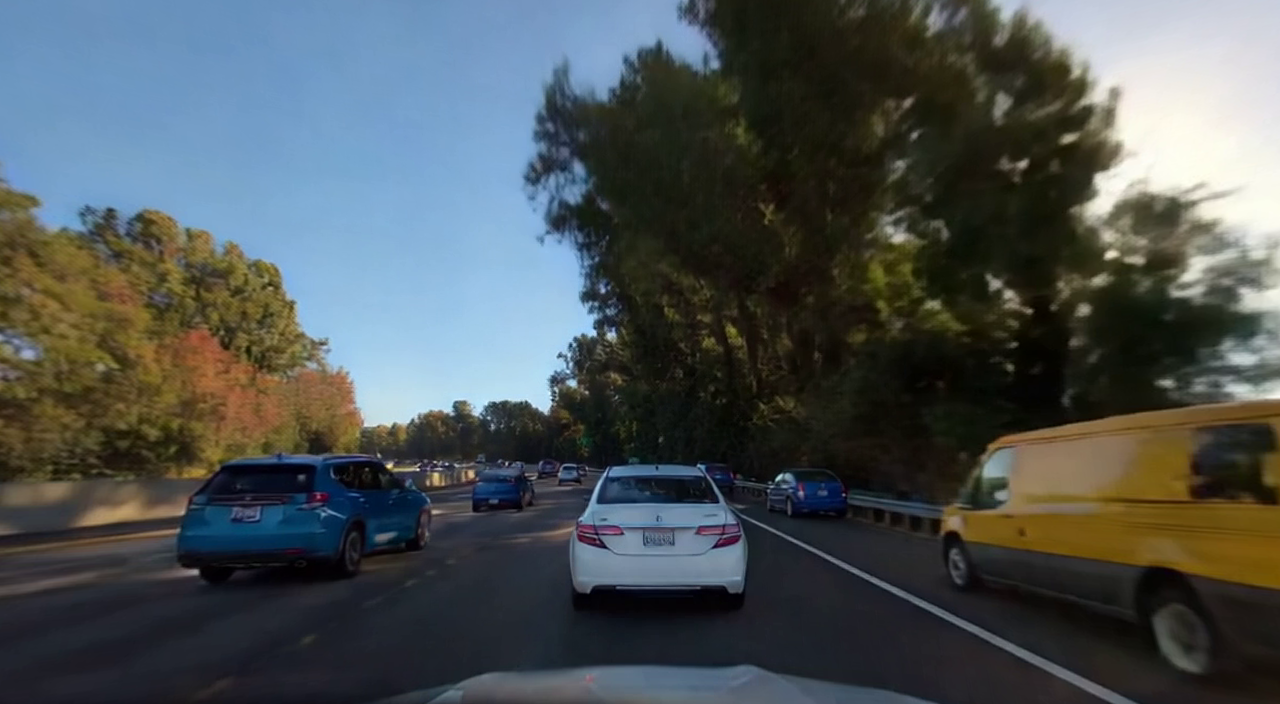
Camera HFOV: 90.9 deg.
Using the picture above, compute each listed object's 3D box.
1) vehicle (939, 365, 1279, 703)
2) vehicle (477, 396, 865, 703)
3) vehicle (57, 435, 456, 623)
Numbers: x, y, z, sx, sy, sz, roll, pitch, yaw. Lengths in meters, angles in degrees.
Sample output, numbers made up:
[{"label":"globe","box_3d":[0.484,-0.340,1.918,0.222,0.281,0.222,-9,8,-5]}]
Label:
[{"label":"vehicle","box_3d":[4.426,1.333,4.984,1.984,1.876,4.287,1,-11,0]},{"label":"vehicle","box_3d":[0.135,1.495,5.499,2.057,1.725,4.126,1,-11,-1]},{"label":"vehicle","box_3d":[-3.897,1.902,7.557,1.994,1.556,4.263,0,-11,1]}]
